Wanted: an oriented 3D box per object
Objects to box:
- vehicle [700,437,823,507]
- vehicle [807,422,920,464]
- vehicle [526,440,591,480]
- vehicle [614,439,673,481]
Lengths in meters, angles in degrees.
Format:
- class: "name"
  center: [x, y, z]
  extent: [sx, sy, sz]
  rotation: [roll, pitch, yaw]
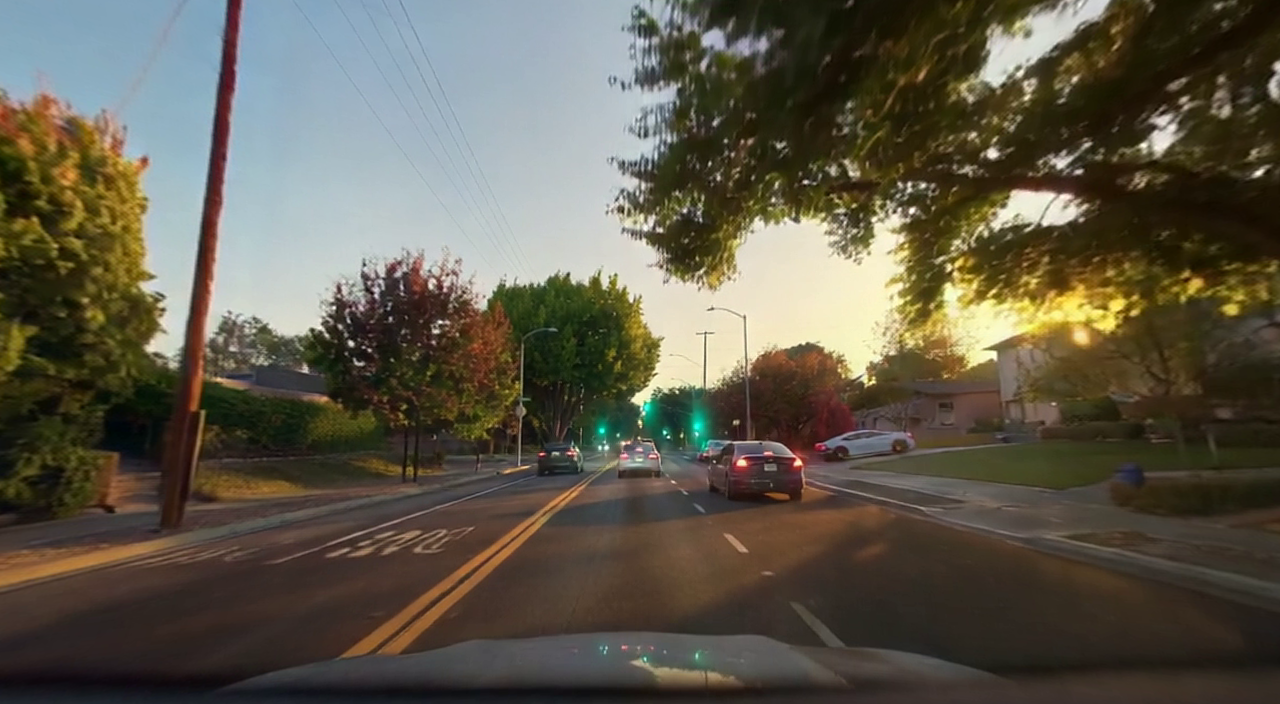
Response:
- class: "vehicle"
  center: [2.837, 2.921, 15.866]
  extent: [2.158, 1.483, 4.415]
  rotation: [0, -8, 0]
- class: "vehicle"
  center: [13.702, 5.614, 38.945]
  extent: [5.929, 1.970, 2.381]
  rotation: [-4, -8, -2]
- class: "vehicle"
  center: [-3.246, 4.381, 25.895]
  extent: [2.012, 1.505, 4.205]
  rotation: [0, -8, 1]
- class: "vehicle"
  center: [0.124, 4.161, 24.658]
  extent: [2.101, 1.467, 4.210]
  rotation: [0, -8, 0]
